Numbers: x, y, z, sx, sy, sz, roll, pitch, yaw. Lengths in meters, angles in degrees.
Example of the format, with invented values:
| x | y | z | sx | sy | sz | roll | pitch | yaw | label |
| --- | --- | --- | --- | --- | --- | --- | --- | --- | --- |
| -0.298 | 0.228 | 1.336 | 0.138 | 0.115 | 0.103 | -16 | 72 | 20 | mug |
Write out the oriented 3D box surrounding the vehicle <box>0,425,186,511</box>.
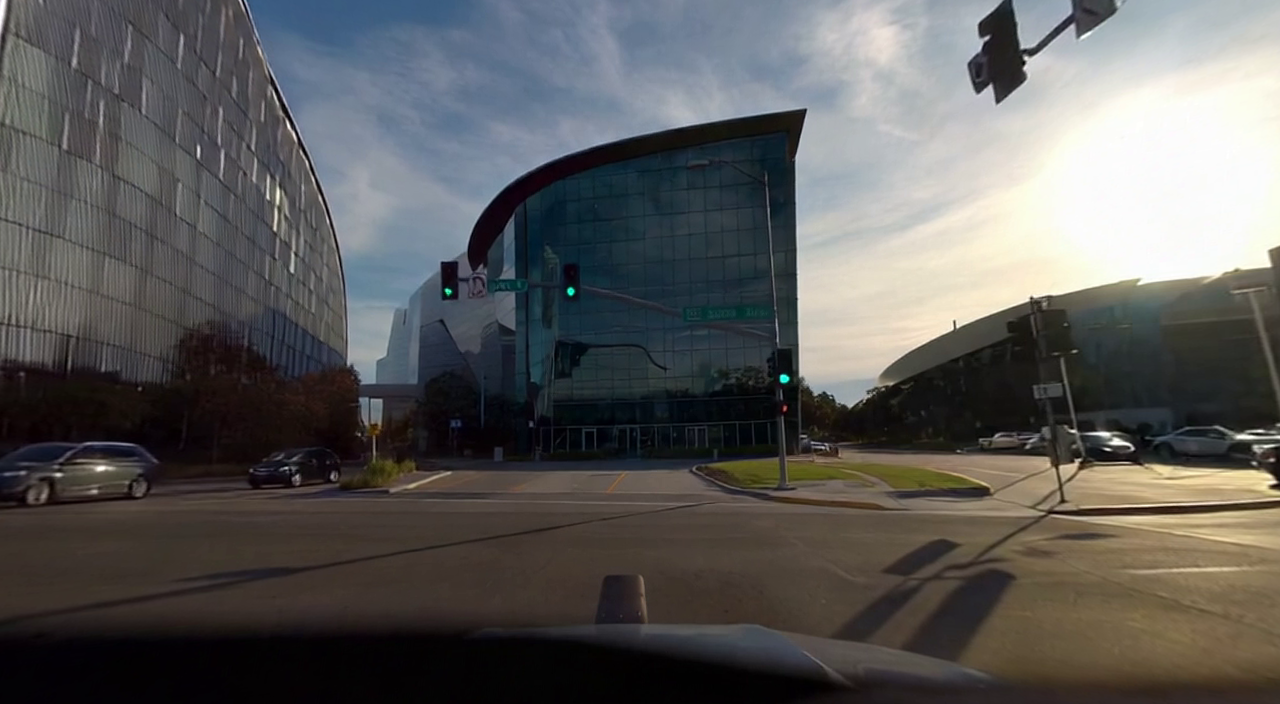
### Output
| x | y | z | sx | sy | sz | roll | pitch | yaw | label |
| --- | --- | --- | --- | --- | --- | --- | --- | --- | --- |
| -14.976 | 2.972 | 16.654 | 2.091 | 1.915 | 5.040 | 0 | -9 | 1 | vehicle |

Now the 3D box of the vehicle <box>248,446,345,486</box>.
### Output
| x | y | z | sx | sy | sz | roll | pitch | yaw | label |
| --- | --- | --- | --- | --- | --- | --- | --- | --- | --- |
| -15.089 | 4.982 | 27.936 | 1.932 | 1.605 | 4.146 | 0 | -9 | 0 | vehicle |
